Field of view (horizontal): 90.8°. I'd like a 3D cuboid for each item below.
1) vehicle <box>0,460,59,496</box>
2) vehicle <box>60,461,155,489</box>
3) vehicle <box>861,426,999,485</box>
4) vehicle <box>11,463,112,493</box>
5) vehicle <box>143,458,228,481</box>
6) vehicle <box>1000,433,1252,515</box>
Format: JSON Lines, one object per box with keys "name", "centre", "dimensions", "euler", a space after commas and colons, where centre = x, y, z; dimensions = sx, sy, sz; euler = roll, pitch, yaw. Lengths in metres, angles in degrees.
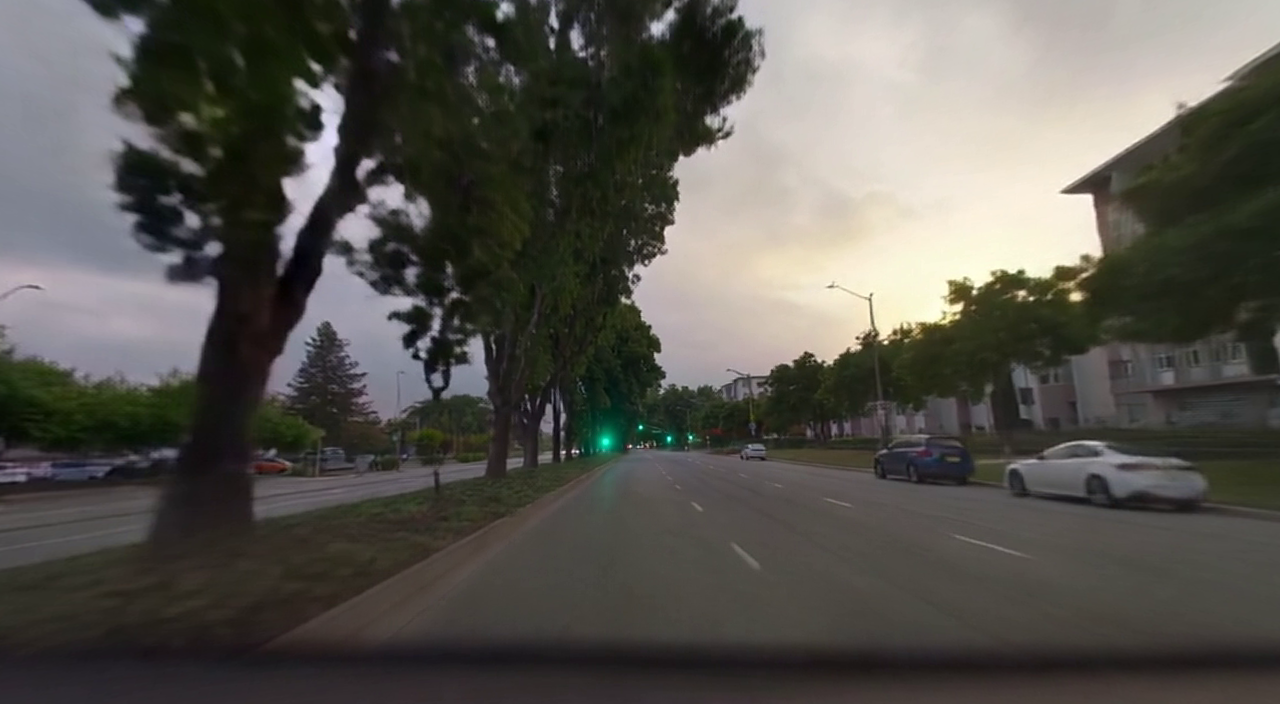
{"name": "vehicle", "centre": [-32.268, 6.327, 31.980], "dimensions": [3.953, 1.672, 1.984], "euler": [-1, -9, 9]}
{"name": "vehicle", "centre": [-31.507, 7.271, 37.445], "dimensions": [3.899, 1.490, 1.970], "euler": [-1, -8, 4]}
{"name": "vehicle", "centre": [9.928, 3.593, 22.207], "dimensions": [2.272, 1.843, 4.913], "euler": [0, -8, -3]}
{"name": "vehicle", "centre": [-31.617, 6.879, 34.591], "dimensions": [3.717, 1.490, 1.956], "euler": [-1, -8, 5]}
{"name": "vehicle", "centre": [-30.826, 7.960, 42.917], "dimensions": [4.289, 1.480, 1.890], "euler": [0, -8, 1]}
{"name": "vehicle", "centre": [10.147, 2.550, 13.785], "dimensions": [1.964, 1.477, 4.459], "euler": [0, -8, 0]}
